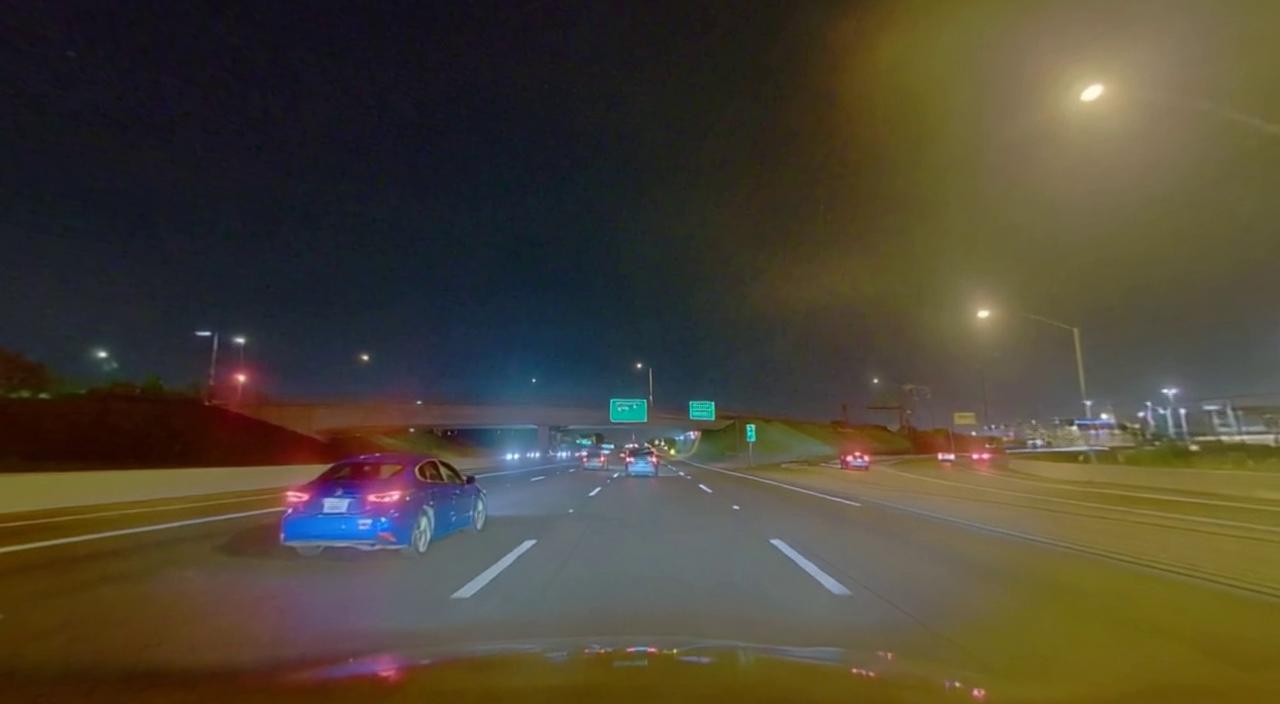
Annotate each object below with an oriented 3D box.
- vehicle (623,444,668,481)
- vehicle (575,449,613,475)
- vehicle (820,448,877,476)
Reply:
[{"bbox_3d":[0.296,5.481,31.419,2.102,1.692,4.057,0,-9,2],"label":"vehicle"},{"bbox_3d":[-2.993,7.260,41.786,2.071,1.553,4.388,0,-9,2],"label":"vehicle"},{"bbox_3d":[13.939,7.345,42.419,2.246,1.760,4.640,0,-9,0],"label":"vehicle"}]
